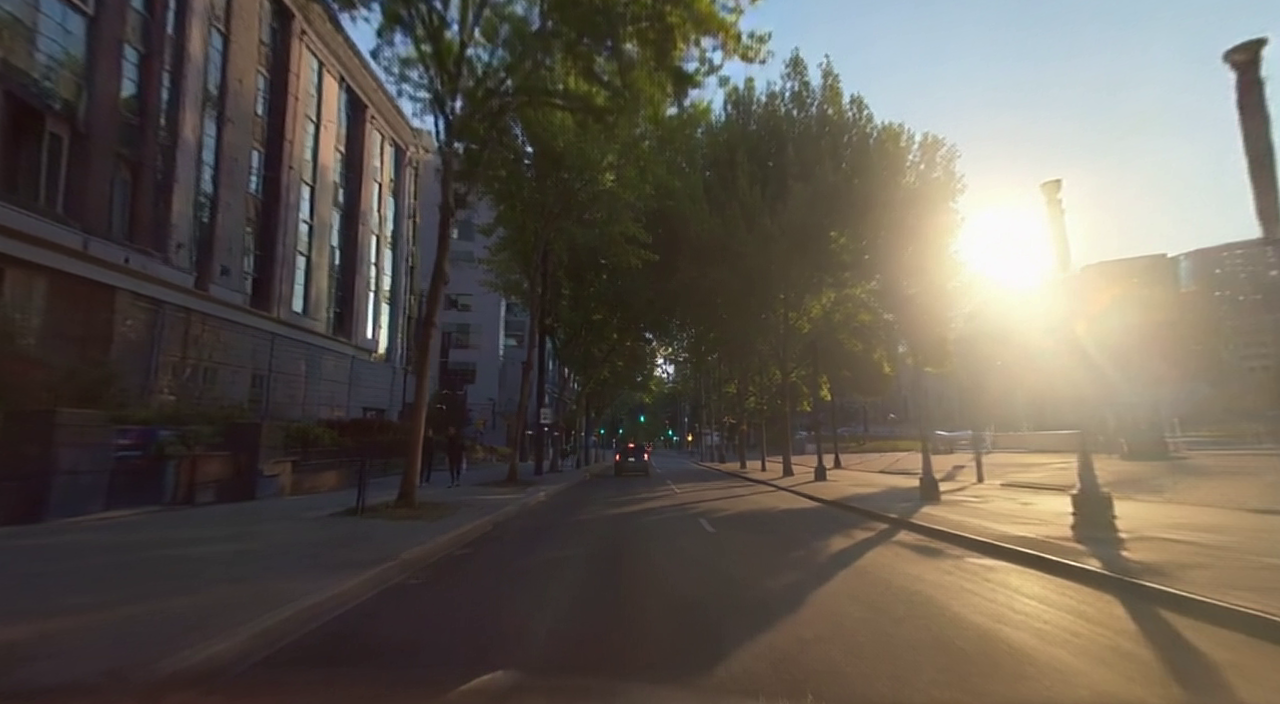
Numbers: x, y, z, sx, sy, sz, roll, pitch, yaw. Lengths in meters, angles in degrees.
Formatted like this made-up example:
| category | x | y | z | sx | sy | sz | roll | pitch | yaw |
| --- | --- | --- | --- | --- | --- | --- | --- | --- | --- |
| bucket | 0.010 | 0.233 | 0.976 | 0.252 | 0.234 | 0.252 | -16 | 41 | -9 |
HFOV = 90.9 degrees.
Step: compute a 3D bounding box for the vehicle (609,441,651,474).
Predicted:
| category | x | y | z | sx | sy | sz | roll | pitch | yaw |
| --- | --- | --- | --- | --- | --- | --- | --- | --- | --- |
| vehicle | -0.498 | 5.482 | 32.929 | 2.079 | 1.621 | 3.861 | 0 | -8 | -1 |
